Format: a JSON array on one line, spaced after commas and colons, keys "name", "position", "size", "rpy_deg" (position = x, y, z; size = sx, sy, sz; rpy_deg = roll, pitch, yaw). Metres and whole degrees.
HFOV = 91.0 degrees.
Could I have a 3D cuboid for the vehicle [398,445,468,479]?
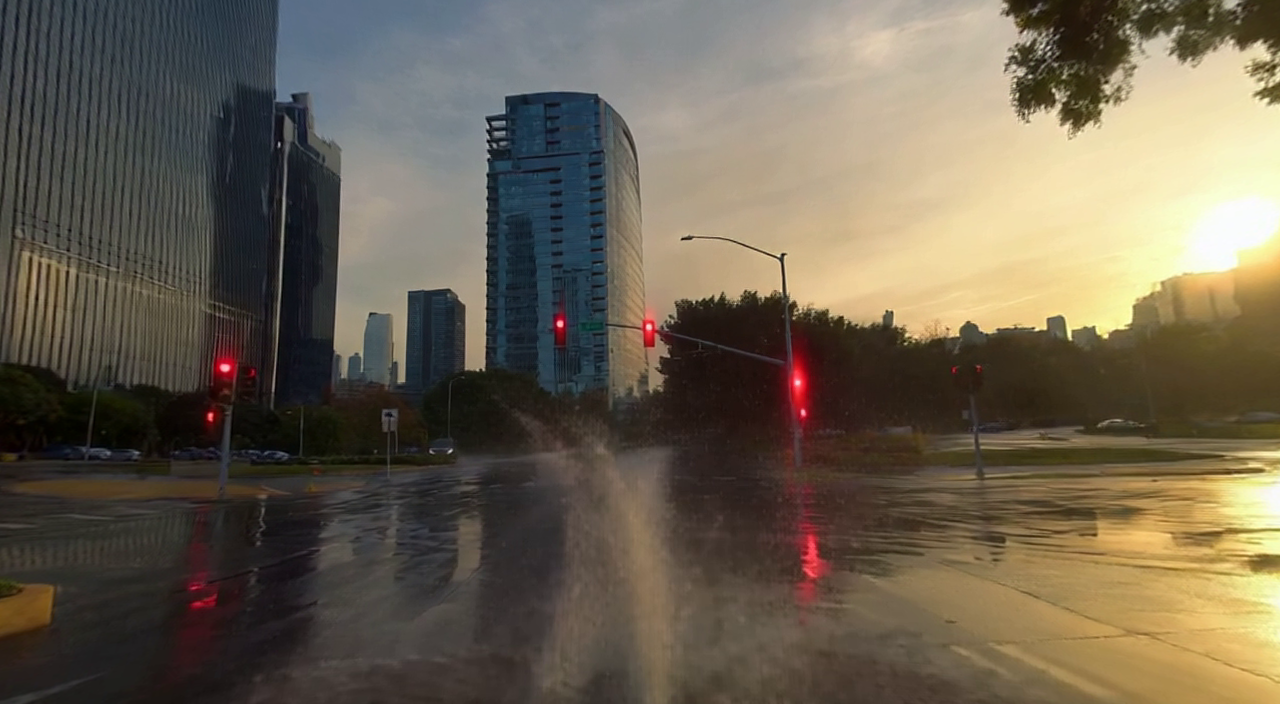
[{"name": "vehicle", "position": [-11.605, 6.210, 35.758], "size": [2.069, 1.771, 4.947], "rpy_deg": [0, -9, 3]}]
